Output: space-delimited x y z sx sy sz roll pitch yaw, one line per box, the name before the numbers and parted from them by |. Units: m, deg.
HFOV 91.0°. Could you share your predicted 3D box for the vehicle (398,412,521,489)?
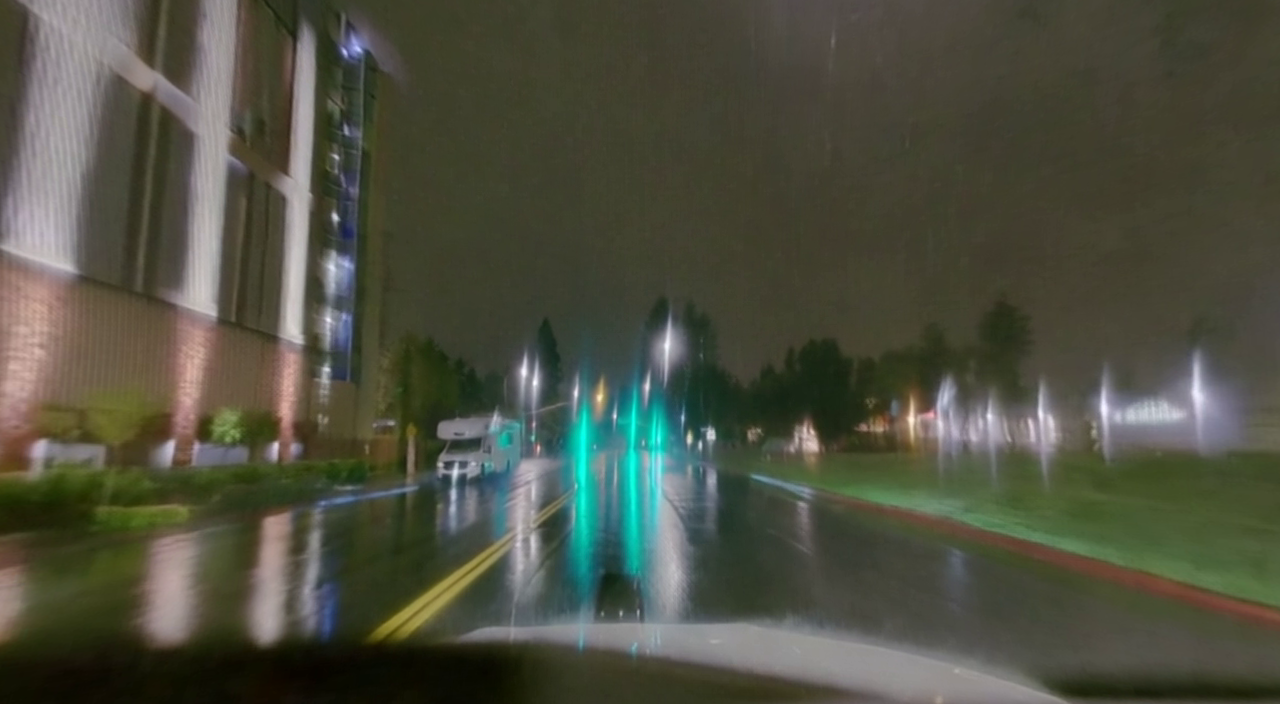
vehicle | -7.326 4.132 26.931 3.108 2.771 7.999 0 -8 -2
